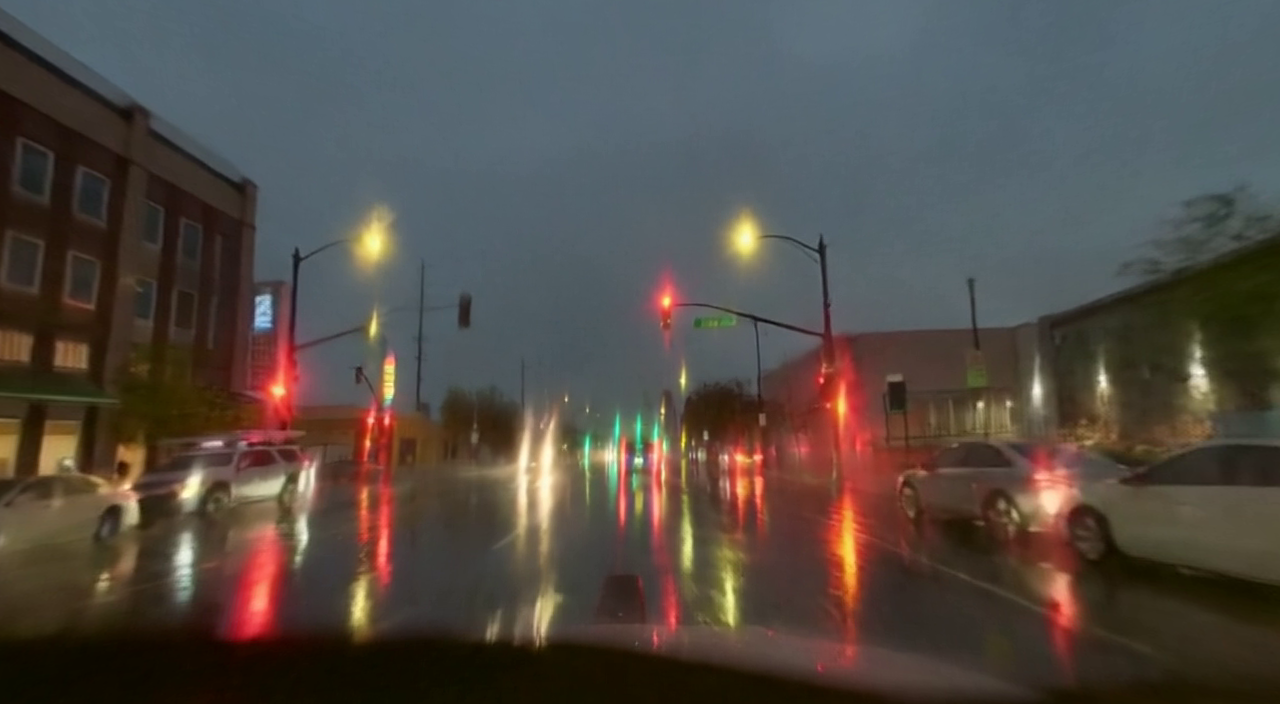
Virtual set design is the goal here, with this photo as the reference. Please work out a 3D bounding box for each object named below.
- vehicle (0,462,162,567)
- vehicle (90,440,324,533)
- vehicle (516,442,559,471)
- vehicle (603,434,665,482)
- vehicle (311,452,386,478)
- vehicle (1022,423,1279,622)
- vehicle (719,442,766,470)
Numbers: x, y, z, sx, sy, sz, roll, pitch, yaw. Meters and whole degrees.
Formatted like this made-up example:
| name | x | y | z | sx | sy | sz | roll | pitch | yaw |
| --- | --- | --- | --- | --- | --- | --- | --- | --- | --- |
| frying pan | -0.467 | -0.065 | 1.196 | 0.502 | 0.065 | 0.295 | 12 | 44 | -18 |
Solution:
| name | x | y | z | sx | sy | sz | roll | pitch | yaw |
| --- | --- | --- | --- | --- | --- | --- | --- | --- | --- |
| vehicle | -11.010 | 2.770 | 10.984 | 1.868 | 1.502 | 4.626 | 0 | -8 | -2 |
| vehicle | -11.251 | 3.439 | 17.238 | 2.240 | 2.052 | 5.872 | 0 | -8 | 0 |
| vehicle | -6.281 | 6.400 | 39.012 | 1.918 | 1.679 | 4.209 | 0 | -8 | 0 |
| vehicle | -0.196 | 3.848 | 23.245 | 2.086 | 1.575 | 4.205 | 0 | -8 | 0 |
| vehicle | -20.104 | 7.845 | 43.687 | 4.212 | 1.641 | 1.935 | -1 | -12 | 2 |
| vehicle | 5.759 | 1.405 | 5.631 | 1.891 | 1.489 | 4.344 | 0 | -8 | -1 |
| vehicle | 5.819 | 5.957 | 36.365 | 1.859 | 1.470 | 4.476 | 0 | -8 | -1 |
